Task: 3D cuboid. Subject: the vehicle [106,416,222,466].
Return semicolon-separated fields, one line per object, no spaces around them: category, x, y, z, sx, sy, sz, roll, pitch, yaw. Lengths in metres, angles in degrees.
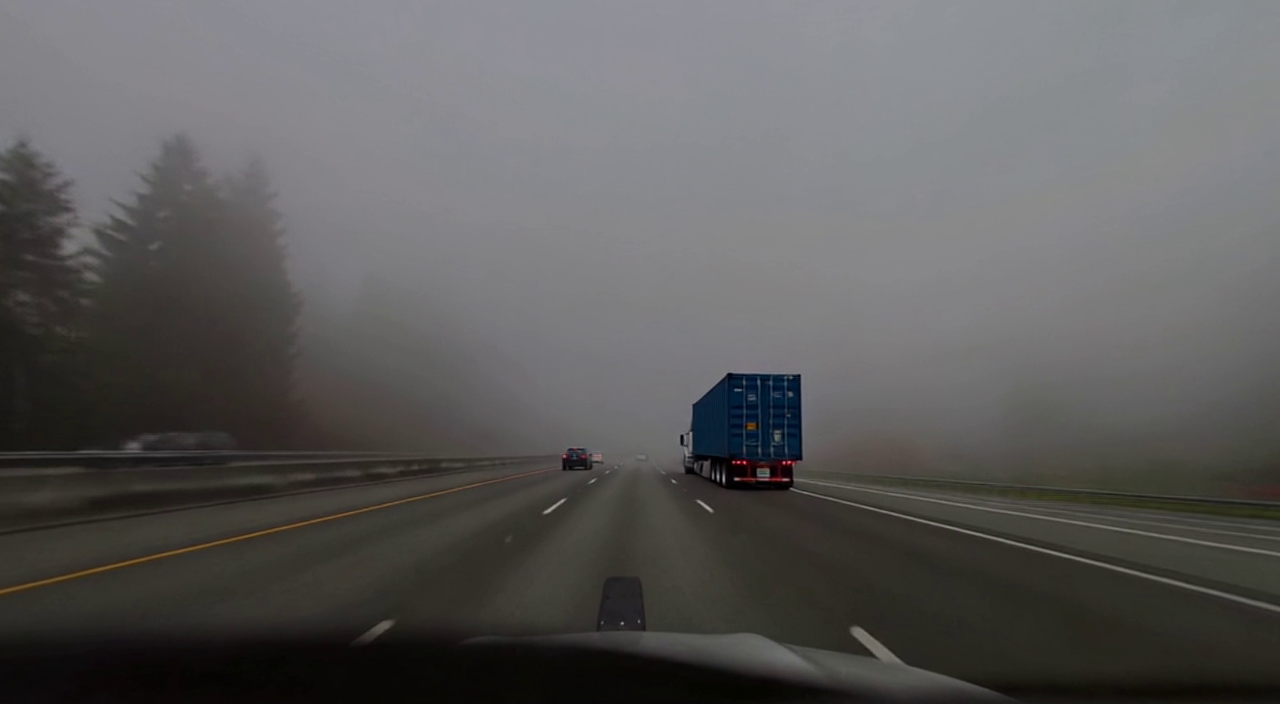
vehicle;-20.088;3.828;26.823;1.899;1.973;3.718;0;-9;1

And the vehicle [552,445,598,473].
vehicle;-4.085;6.849;40.442;2.370;1.647;5.091;0;-9;1

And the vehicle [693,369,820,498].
vehicle;4.202;3.569;26.359;2.821;4.046;12.876;0;-9;0

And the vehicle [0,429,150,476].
vehicle;-20.012;3.535;22.161;1.828;1.455;4.660;0;-9;0
